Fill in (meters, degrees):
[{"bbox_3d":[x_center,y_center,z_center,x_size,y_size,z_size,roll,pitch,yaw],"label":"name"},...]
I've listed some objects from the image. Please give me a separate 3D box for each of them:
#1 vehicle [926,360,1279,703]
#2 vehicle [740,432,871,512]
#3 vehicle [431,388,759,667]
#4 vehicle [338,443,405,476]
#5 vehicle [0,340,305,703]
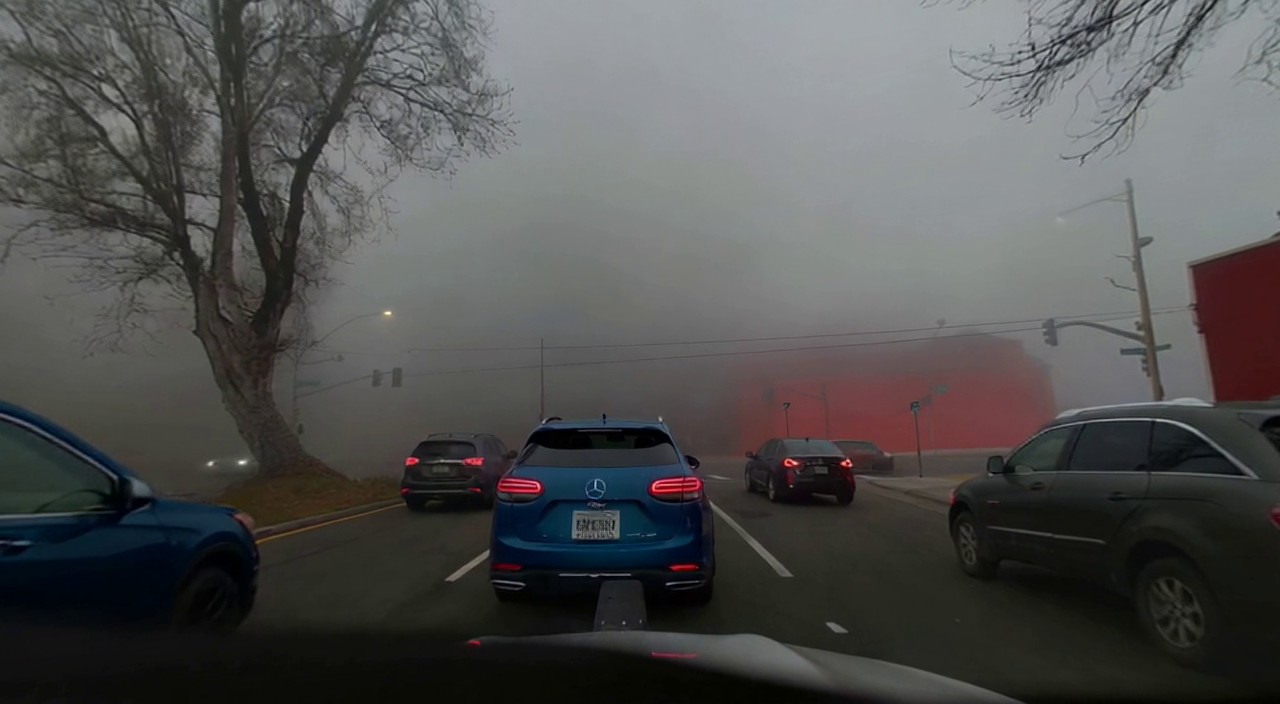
[{"bbox_3d":[4.196,1.220,4.996,2.014,1.740,4.515,-1,-8,4],"label":"vehicle"},{"bbox_3d":[3.586,2.662,14.466,1.847,1.554,3.885,0,-8,-2],"label":"vehicle"},{"bbox_3d":[-0.193,1.378,6.018,2.022,1.700,4.084,0,-8,3],"label":"vehicle"},{"bbox_3d":[-15.362,6.134,36.282,1.949,1.744,4.109,0,-8,1],"label":"vehicle"},{"bbox_3d":[-3.467,0.803,2.220,2.047,1.741,4.470,0,-8,1],"label":"vehicle"}]
